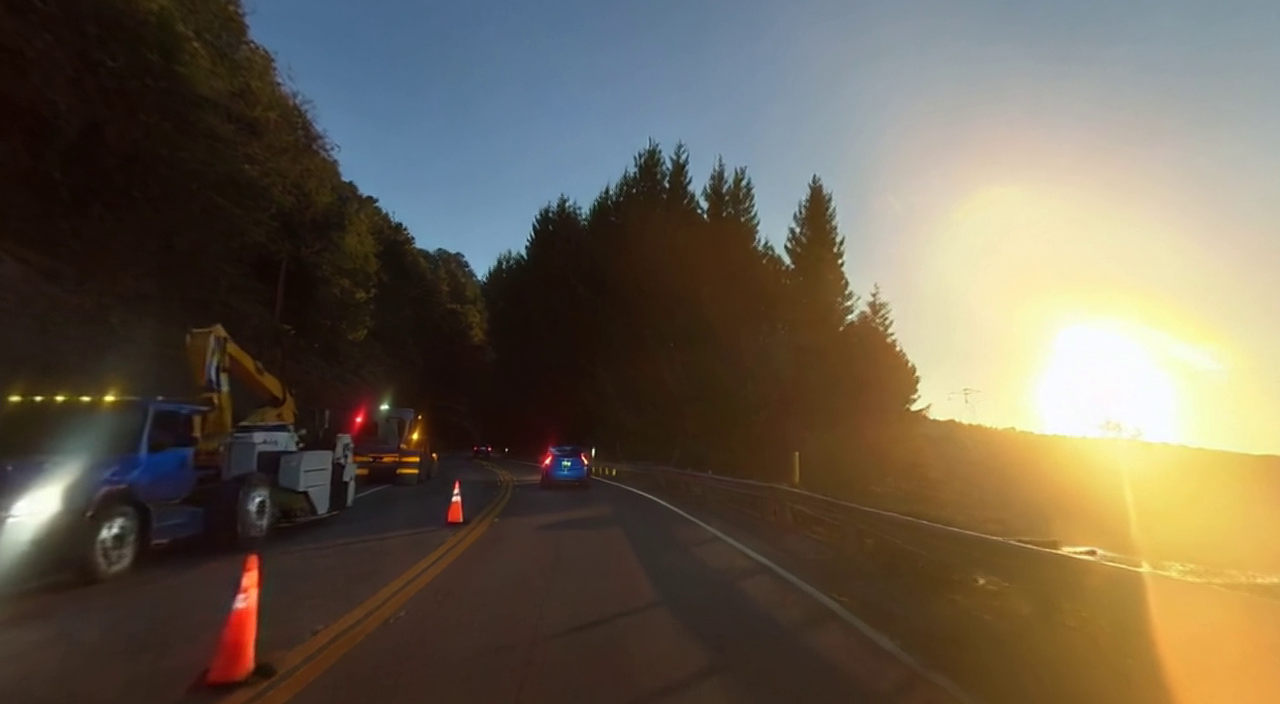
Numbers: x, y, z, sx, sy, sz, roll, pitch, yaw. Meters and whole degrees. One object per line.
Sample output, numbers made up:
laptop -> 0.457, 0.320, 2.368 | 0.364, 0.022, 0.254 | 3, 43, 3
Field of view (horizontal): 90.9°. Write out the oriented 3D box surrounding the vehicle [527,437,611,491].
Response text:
vehicle -> -2.361, 3.478, 20.007 | 2.259, 1.503, 4.075 | 2, -9, -12

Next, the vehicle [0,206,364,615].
vehicle -> -5.630, 0.748, 7.387 | 2.364, 3.191, 4.942 | 0, -8, 1

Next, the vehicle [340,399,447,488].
vehicle -> -7.855, 2.983, 20.601 | 2.257, 2.597, 4.069 | 1, -9, -8
